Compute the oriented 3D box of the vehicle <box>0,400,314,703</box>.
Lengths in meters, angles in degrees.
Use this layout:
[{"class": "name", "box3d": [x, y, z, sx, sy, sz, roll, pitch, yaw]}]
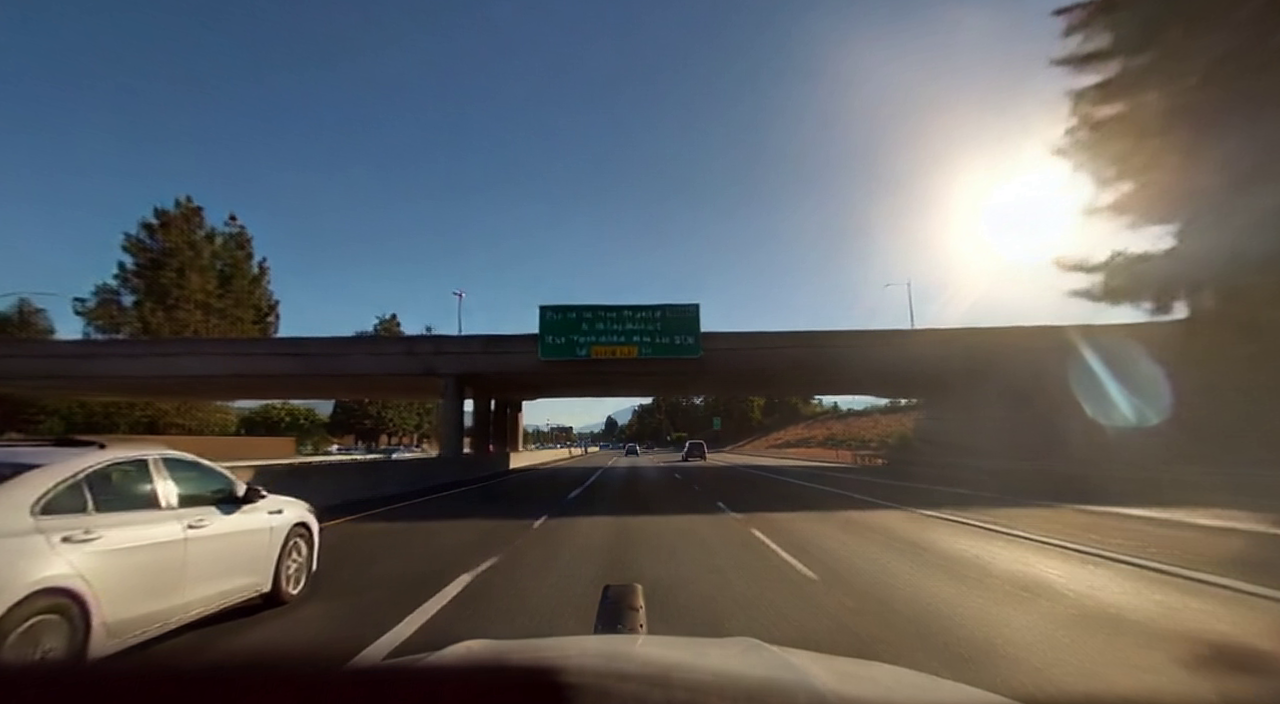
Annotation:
[{"class": "vehicle", "box3d": [-3.927, 1.085, 3.412, 2.050, 1.547, 4.266, 0, -8, 0]}]
